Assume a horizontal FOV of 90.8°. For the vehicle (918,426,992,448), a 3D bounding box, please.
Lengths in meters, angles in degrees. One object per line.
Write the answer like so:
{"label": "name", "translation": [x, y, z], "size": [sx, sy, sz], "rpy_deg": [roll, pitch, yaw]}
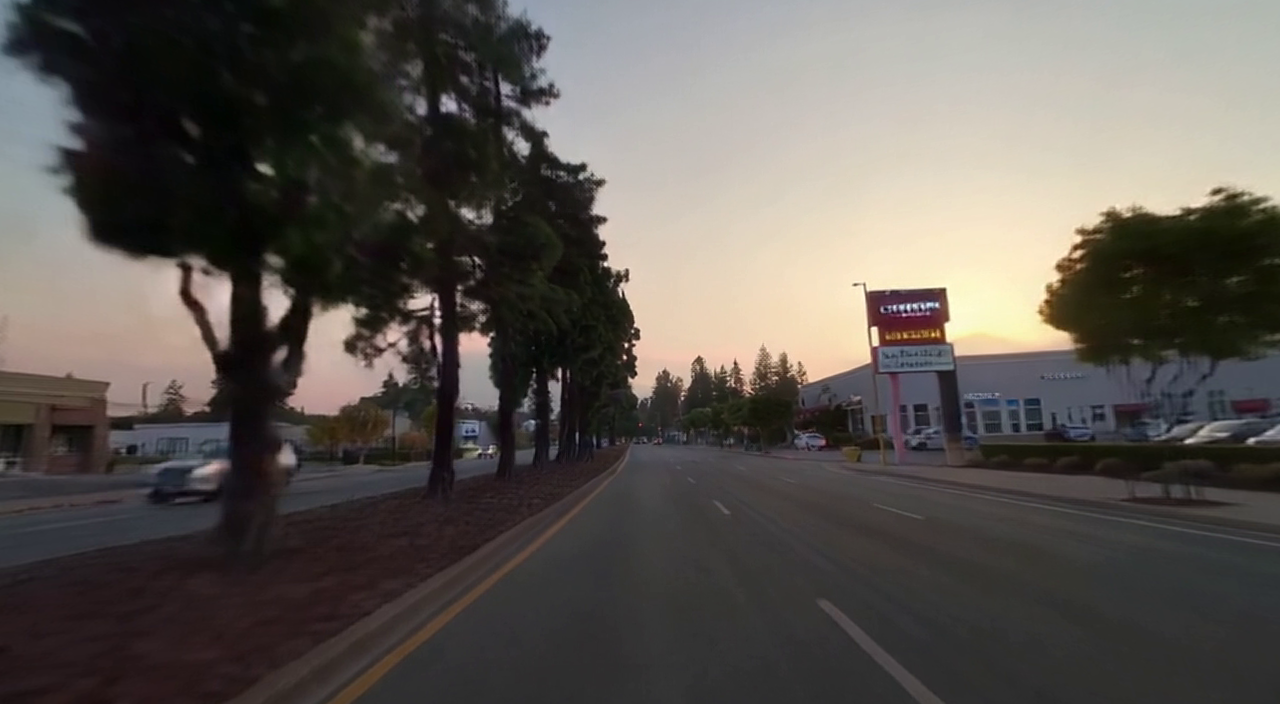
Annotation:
{"label": "vehicle", "translation": [22.266, 6.005, 44.729], "size": [4.171, 1.492, 1.999], "rpy_deg": [0, -8, 2]}

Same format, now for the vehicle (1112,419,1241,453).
{"label": "vehicle", "translation": [22.272, 3.514, 26.347], "size": [3.547, 1.360, 1.951], "rpy_deg": [0, -8, 3]}

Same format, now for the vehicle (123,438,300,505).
{"label": "vehicle", "translation": [-11.332, 3.149, 17.131], "size": [1.896, 1.593, 4.014], "rpy_deg": [0, -8, 1]}
